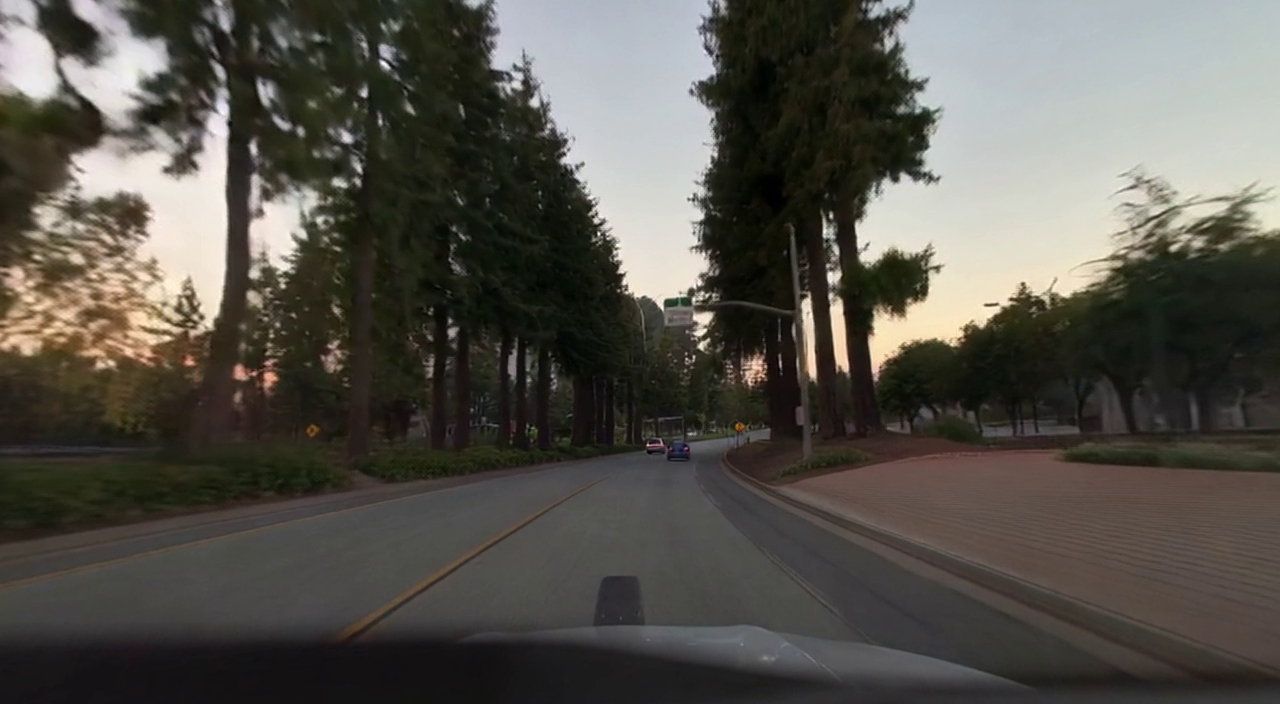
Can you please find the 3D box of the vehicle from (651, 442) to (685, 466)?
[{"bbox_3d":[1.965,6.920,43.058,2.071,1.474,4.047,-1,-8,6],"label":"vehicle"}]
